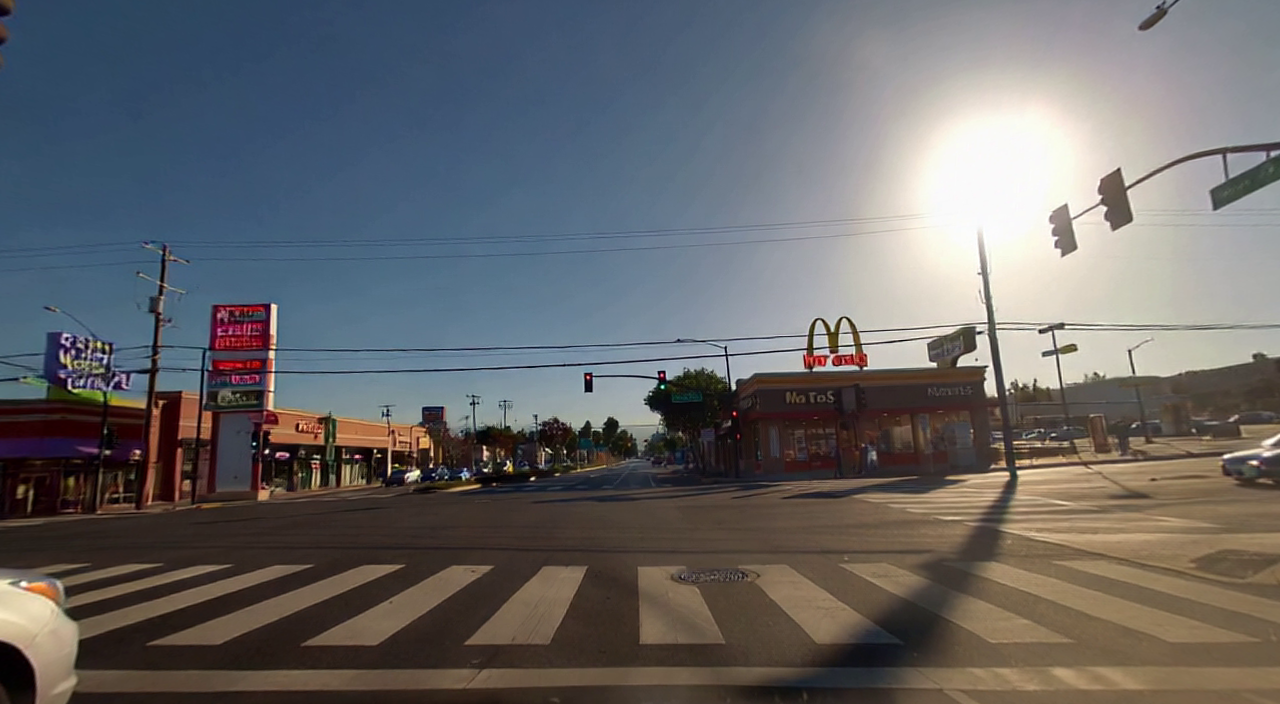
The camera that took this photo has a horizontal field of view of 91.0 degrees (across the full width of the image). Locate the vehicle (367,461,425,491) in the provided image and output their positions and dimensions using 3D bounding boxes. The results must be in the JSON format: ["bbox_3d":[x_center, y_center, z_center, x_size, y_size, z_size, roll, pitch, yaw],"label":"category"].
[{"bbox_3d":[-19.205,9.738,49.816,2.227,2.033,5.614,0,-9,1],"label":"vehicle"}]

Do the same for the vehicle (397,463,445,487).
[{"bbox_3d":[-15.743,8.832,45.409,1.931,1.471,4.152,0,-9,0],"label":"vehicle"}]

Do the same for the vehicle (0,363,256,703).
[{"bbox_3d":[-3.408,0.737,1.405,2.081,1.644,4.523,0,-9,2],"label":"vehicle"}]
